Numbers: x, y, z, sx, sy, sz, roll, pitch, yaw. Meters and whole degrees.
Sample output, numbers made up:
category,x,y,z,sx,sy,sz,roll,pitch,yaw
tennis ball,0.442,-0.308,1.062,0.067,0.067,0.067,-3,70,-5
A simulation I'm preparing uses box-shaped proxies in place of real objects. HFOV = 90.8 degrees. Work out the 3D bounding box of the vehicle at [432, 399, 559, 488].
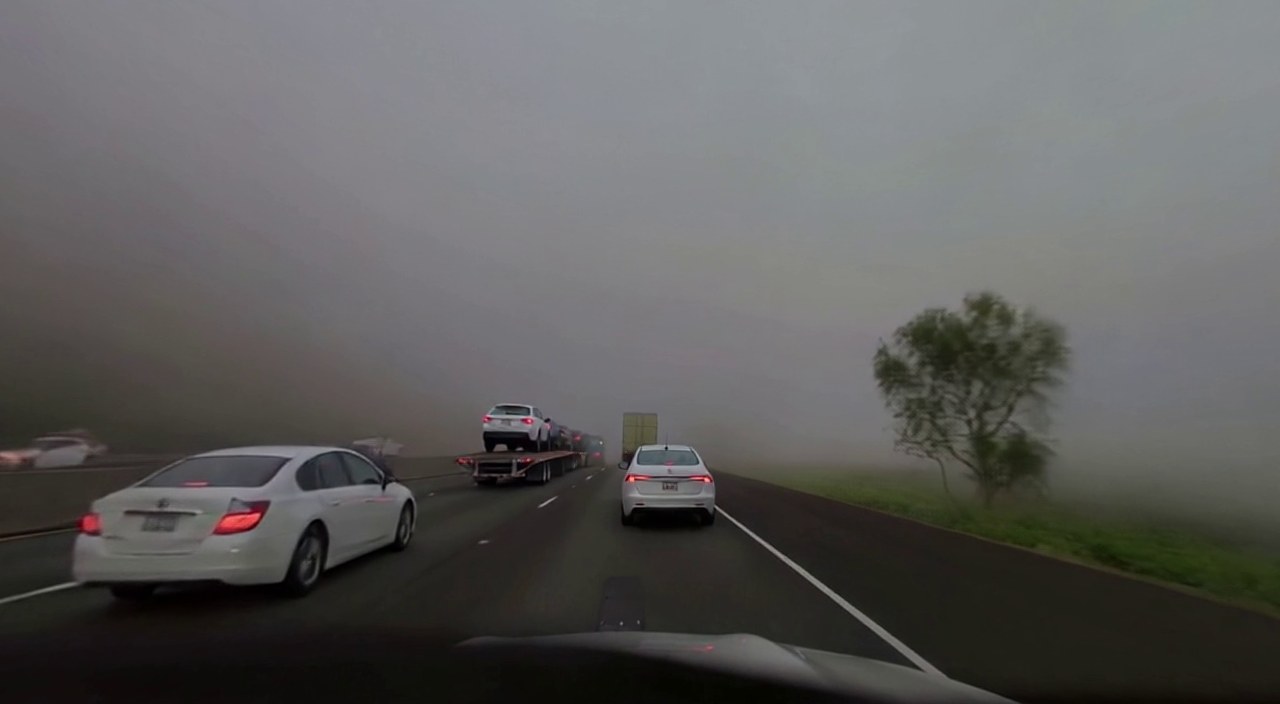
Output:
category,x,y,z,sx,sy,sz,roll,pitch,yaw
vehicle,-2.878,1.980,13.541,2.031,1.594,4.103,1,-9,-4

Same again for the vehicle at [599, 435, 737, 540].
category,x,y,z,sx,sy,sz,roll,pitch,yaw
vehicle,0.408,2.240,10.928,1.991,1.507,3.391,0,-9,0

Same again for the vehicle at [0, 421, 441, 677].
category,x,y,z,sx,sy,sz,roll,pitch,yaw
vehicle,-3.660,1.499,6.002,1.947,1.470,4.526,0,-9,2

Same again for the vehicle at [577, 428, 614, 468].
category,x,y,z,sx,sy,sz,roll,pitch,yaw
vehicle,-3.218,7.149,46.885,2.289,2.710,6.726,0,-9,0
